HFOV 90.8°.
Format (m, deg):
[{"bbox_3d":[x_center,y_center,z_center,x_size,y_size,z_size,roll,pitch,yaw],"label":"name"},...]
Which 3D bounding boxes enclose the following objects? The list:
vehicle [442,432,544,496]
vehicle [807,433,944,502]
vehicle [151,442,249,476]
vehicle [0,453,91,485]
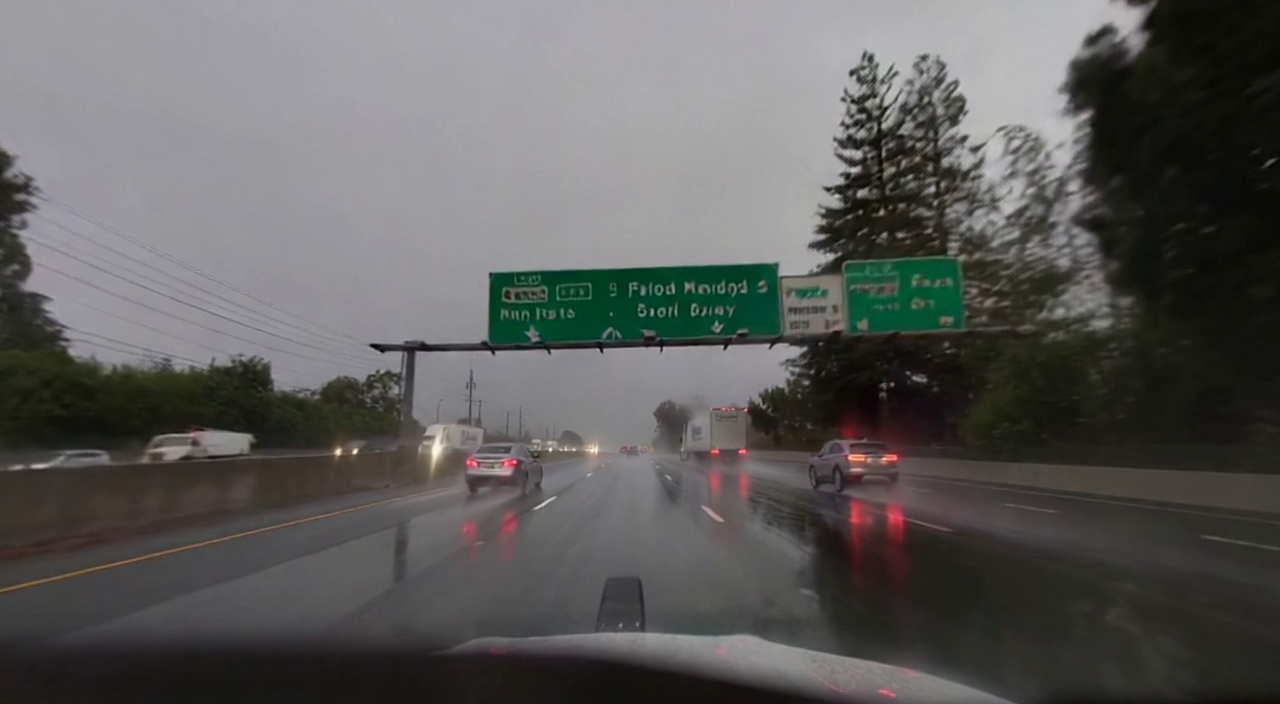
[{"bbox_3d":[-4.157,3.250,18.607,2.027,1.651,4.099,0,-9,0],"label":"vehicle"},{"bbox_3d":[6.256,3.122,17.443,1.991,1.647,4.409,0,-9,-1],"label":"vehicle"},{"bbox_3d":[-19.630,4.784,28.405,1.847,1.440,3.572,0,-9,-1],"label":"vehicle"},{"bbox_3d":[-27.598,5.346,29.073,1.768,1.355,3.208,0,-9,-1],"label":"vehicle"}]
